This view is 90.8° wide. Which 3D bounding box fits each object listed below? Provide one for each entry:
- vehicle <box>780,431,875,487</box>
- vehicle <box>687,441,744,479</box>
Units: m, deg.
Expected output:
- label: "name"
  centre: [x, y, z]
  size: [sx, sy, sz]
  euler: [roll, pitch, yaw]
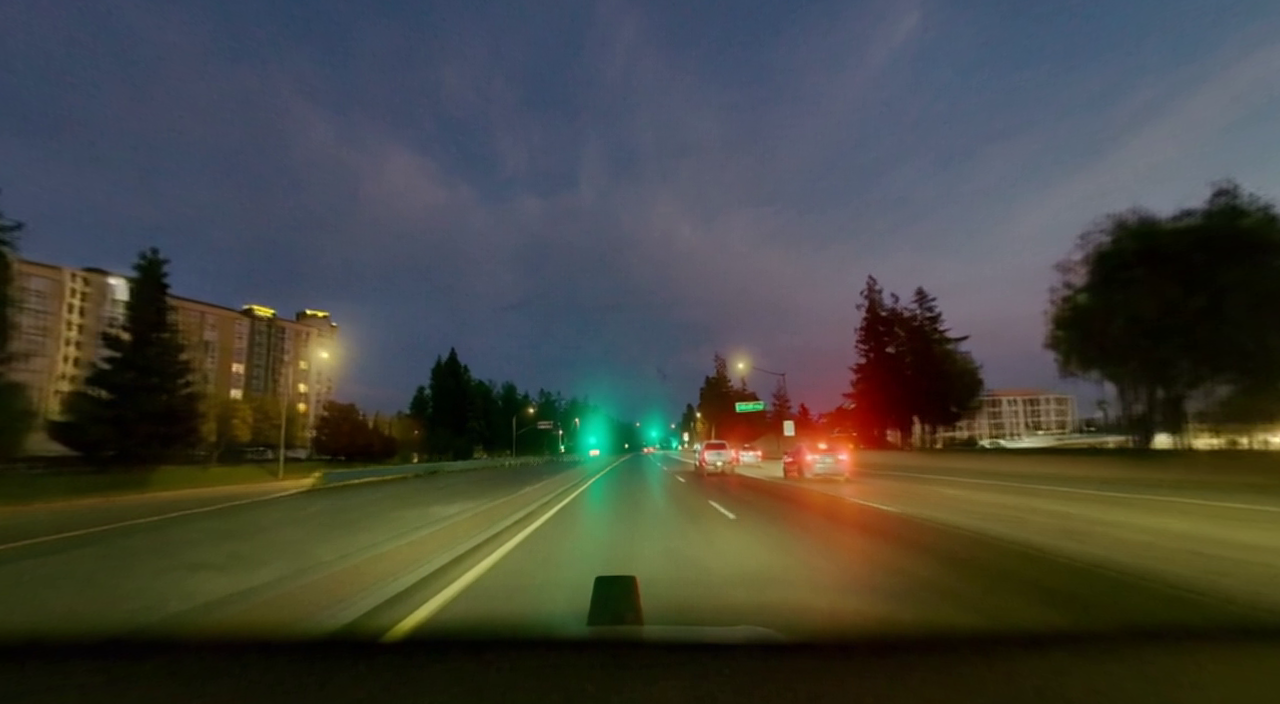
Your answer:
- label: "vehicle"
  centre: [6.586, 3.818, 22.783]
  size: [1.946, 1.773, 4.641]
  euler: [0, -9, -1]
- label: "vehicle"
  centre: [3.243, 4.731, 28.031]
  size: [1.917, 1.538, 4.259]
  euler: [0, -9, -1]
